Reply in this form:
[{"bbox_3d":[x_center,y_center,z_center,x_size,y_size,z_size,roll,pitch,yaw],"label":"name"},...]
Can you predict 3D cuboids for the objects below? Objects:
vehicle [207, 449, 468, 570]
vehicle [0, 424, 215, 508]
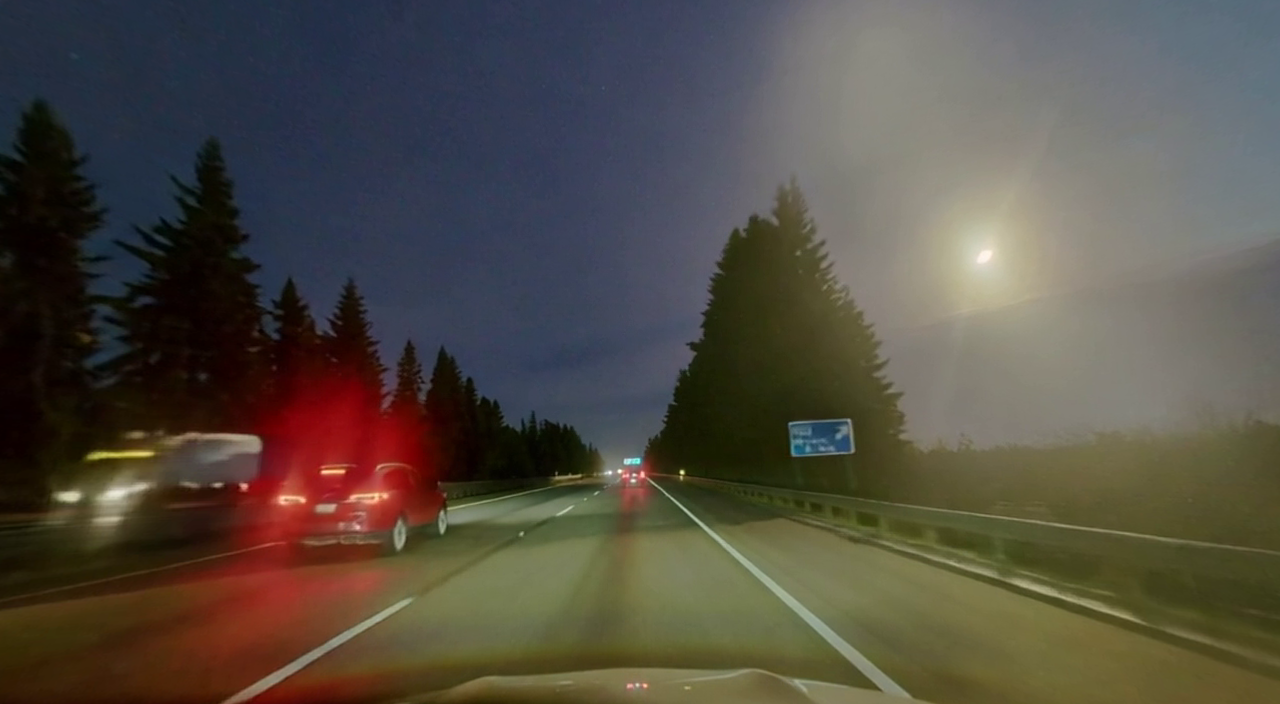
[{"bbox_3d":[-4.415,2.401,10.182,2.003,1.479,4.363,1,-11,0],"label":"vehicle"},{"bbox_3d":[-16.742,3.662,20.212,2.216,2.293,5.474,1,-11,1],"label":"vehicle"}]
